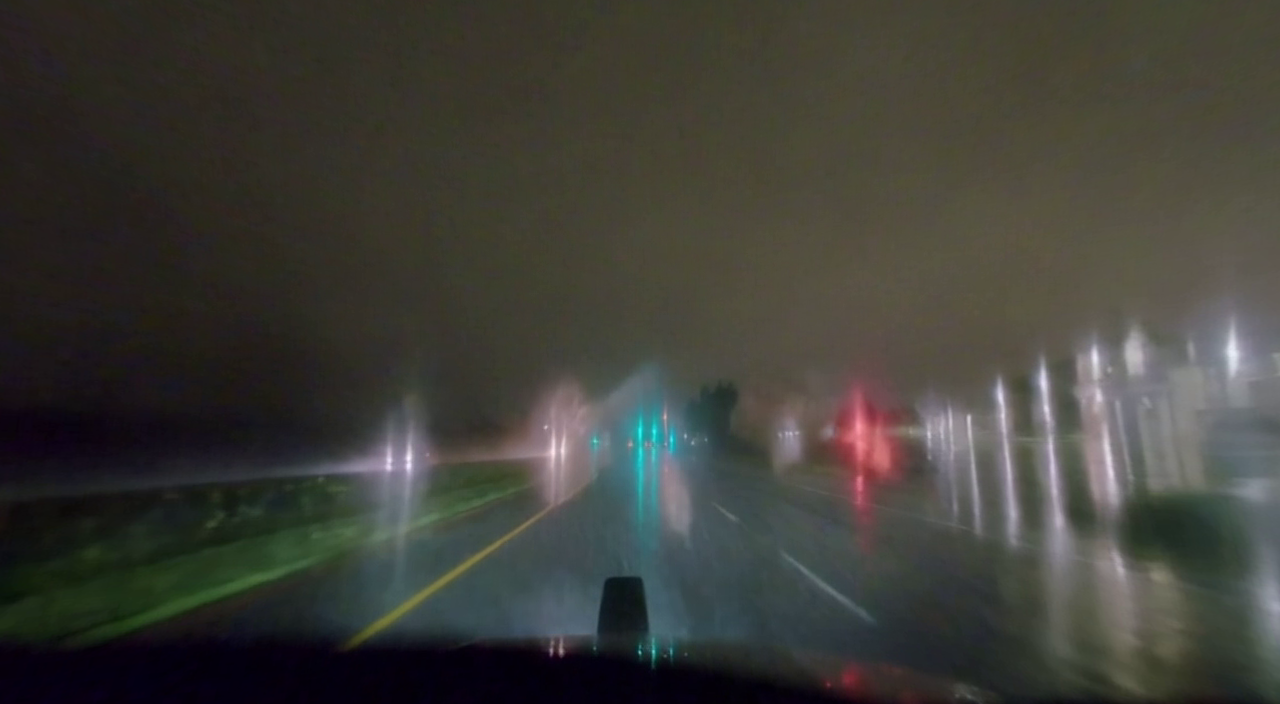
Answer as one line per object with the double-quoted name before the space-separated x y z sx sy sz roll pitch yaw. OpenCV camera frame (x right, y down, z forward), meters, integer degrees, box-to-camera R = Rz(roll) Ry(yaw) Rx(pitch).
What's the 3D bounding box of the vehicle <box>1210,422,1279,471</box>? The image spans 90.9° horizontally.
"vehicle" 44.516 6.621 44.643 5.979 3.184 2.522 -1 -9 -9
